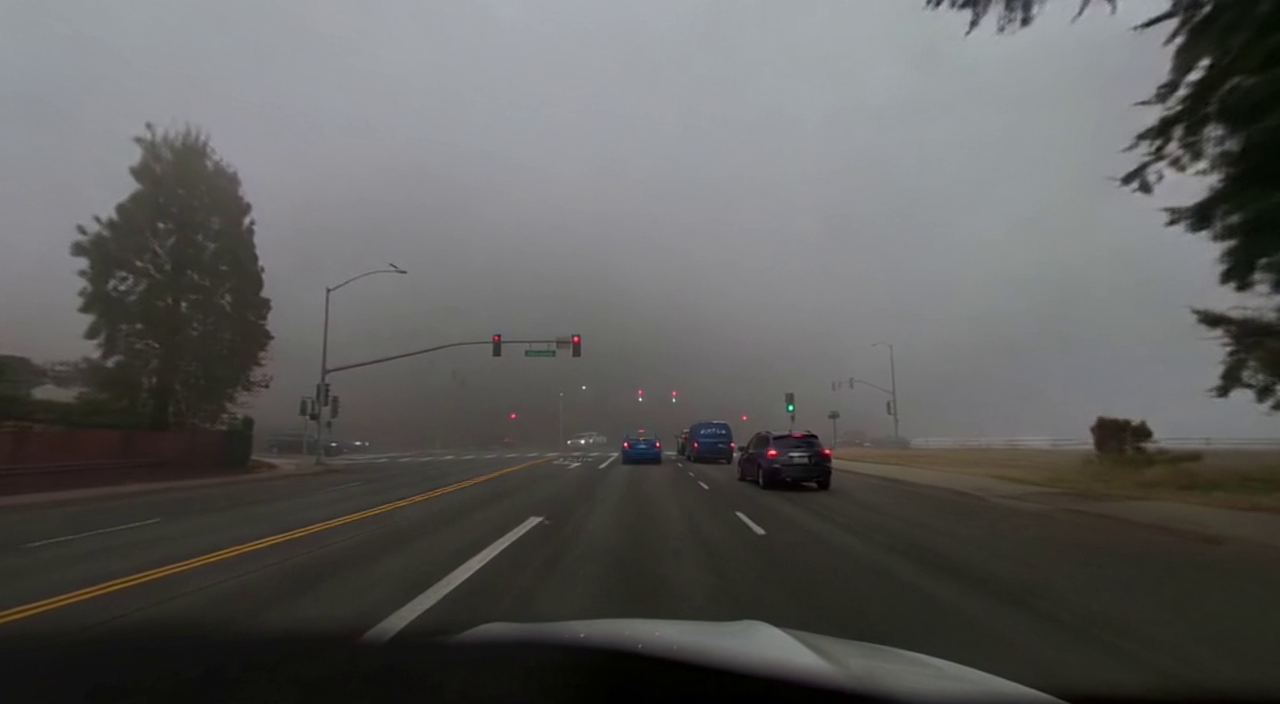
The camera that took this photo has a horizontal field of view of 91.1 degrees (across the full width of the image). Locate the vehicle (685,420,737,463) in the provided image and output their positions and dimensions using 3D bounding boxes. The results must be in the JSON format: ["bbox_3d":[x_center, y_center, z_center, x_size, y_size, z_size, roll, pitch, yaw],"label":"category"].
[{"bbox_3d":[3.337,4.327,30.394,2.059,1.924,4.257,0,-8,0],"label":"vehicle"}]

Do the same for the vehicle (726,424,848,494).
[{"bbox_3d":[3.482,2.652,15.878,1.934,1.506,4.544,0,-8,-1],"label":"vehicle"}]

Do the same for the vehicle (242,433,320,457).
[{"bbox_3d":[-27.884,7.255,48.907,4.757,1.841,2.121,1,-8,-7],"label":"vehicle"}]

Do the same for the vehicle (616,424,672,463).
[{"bbox_3d":[0.224,4.170,28.526,2.321,1.624,4.367,0,-8,1],"label":"vehicle"}]
